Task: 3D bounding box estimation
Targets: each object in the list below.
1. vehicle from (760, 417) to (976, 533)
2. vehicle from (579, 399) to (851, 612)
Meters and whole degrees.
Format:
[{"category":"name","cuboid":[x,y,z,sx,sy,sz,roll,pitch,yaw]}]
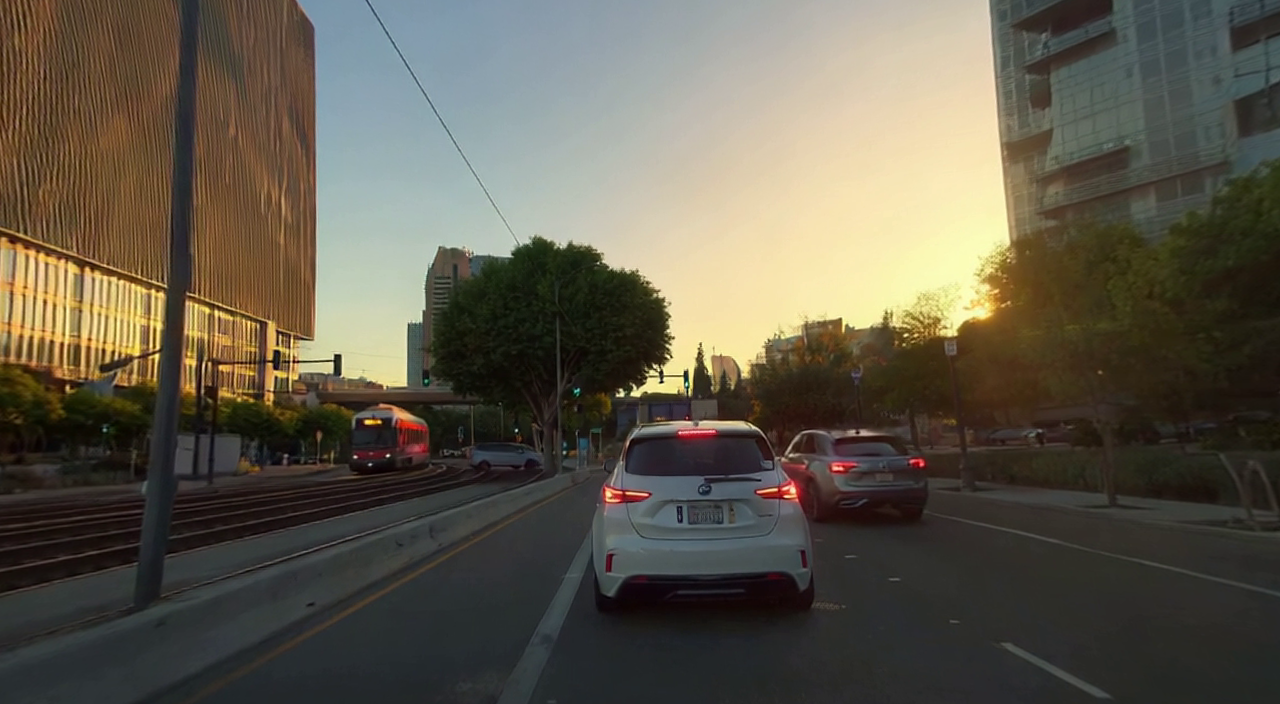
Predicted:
[{"category":"vehicle","cuboid":[3.870,2.200,11.832,2.212,1.709,4.715,0,-9,-1]},{"category":"vehicle","cuboid":[0.489,1.537,7.172,2.190,1.684,4.084,0,-9,-3]}]
